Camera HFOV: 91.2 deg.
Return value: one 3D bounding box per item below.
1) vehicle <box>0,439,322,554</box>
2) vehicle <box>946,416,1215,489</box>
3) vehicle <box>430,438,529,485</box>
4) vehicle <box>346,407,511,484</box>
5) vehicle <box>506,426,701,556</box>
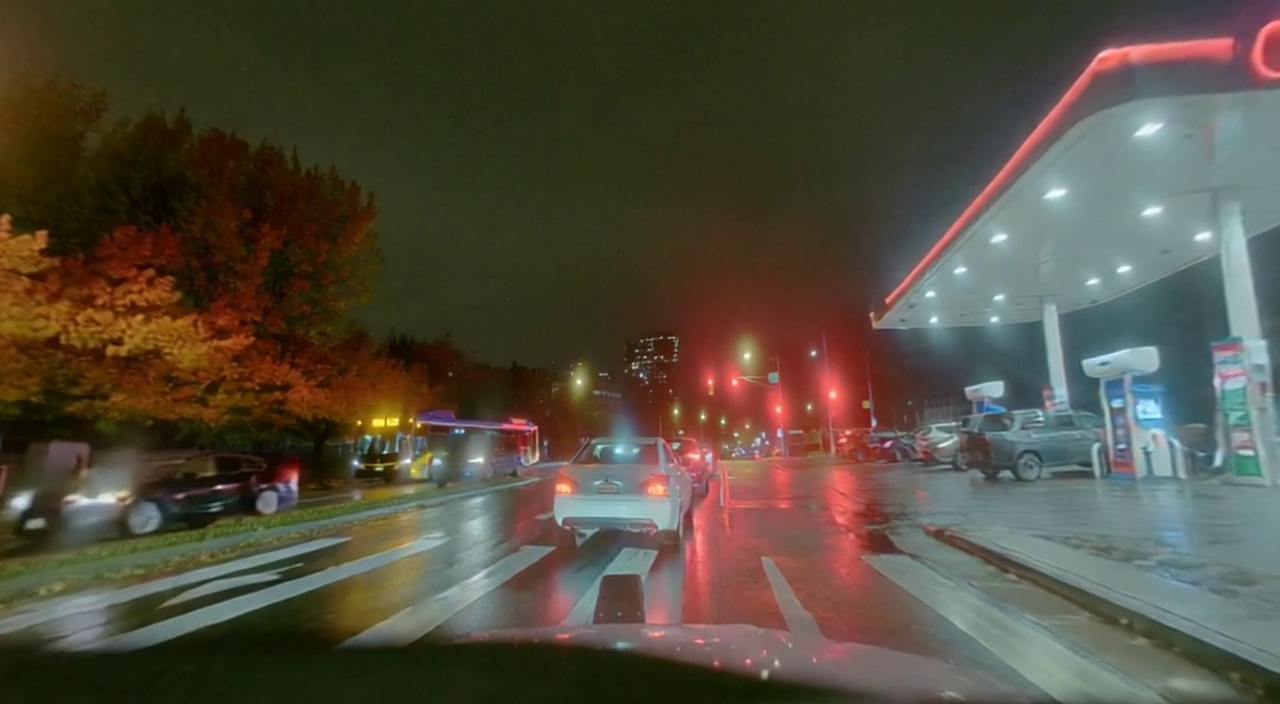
[{"bbox_3d":[-8.553,2.469,11.616,2.054,1.599,5.178,-1,-9,8],"label":"vehicle"},{"bbox_3d":[10.611,2.498,15.535,4.894,1.451,2.089,-4,-9,8],"label":"vehicle"},{"bbox_3d":[-6.433,4.476,25.905,2.147,1.741,5.239,-1,-9,7],"label":"vehicle"},{"bbox_3d":[-10.093,4.814,32.124,3.189,3.205,11.526,-1,-9,7],"label":"vehicle"},{"bbox_3d":[-0.268,1.970,9.575,2.092,1.507,4.078,-2,-9,9],"label":"vehicle"}]
